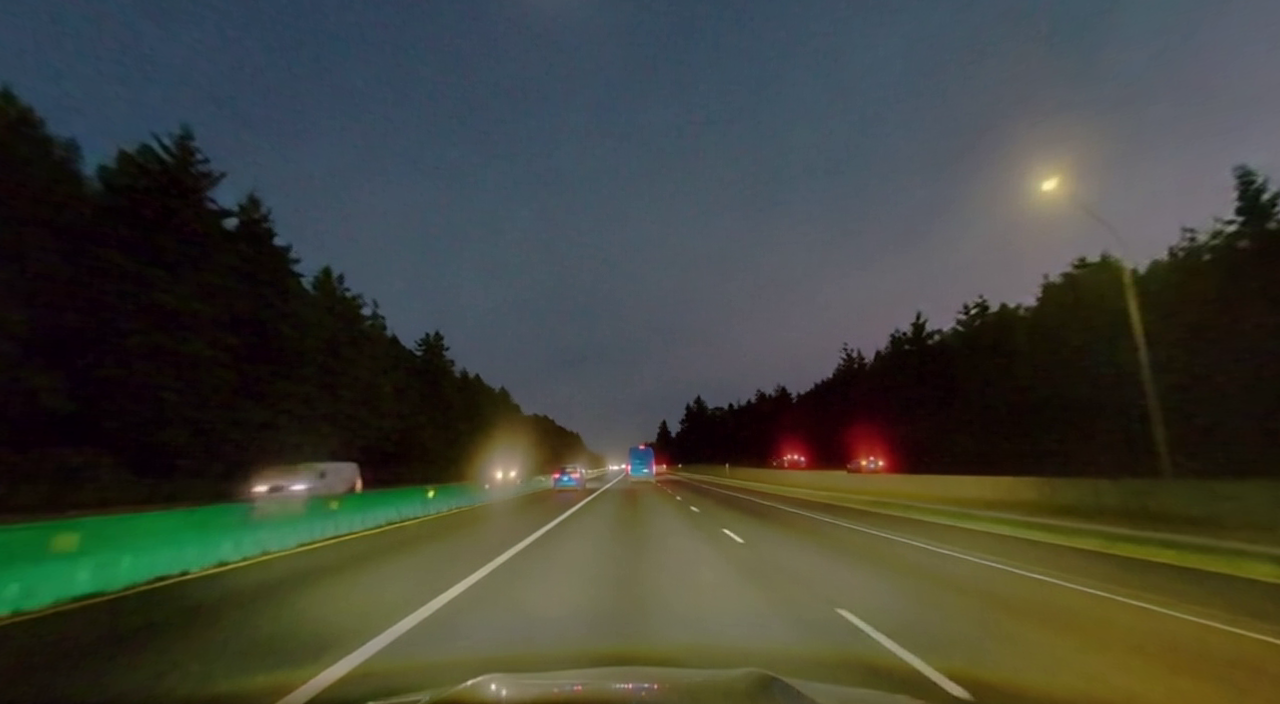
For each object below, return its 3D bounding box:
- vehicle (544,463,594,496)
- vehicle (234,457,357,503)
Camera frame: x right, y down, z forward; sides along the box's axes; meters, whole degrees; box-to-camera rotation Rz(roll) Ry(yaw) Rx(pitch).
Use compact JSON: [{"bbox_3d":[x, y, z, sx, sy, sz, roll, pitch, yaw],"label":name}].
[{"bbox_3d":[-3.490,6.372,31.700,2.038,1.490,4.391,1,-11,-1],"label":"vehicle"},{"bbox_3d":[-12.848,4.820,23.890,1.900,1.512,4.717,1,-11,1],"label":"vehicle"}]
